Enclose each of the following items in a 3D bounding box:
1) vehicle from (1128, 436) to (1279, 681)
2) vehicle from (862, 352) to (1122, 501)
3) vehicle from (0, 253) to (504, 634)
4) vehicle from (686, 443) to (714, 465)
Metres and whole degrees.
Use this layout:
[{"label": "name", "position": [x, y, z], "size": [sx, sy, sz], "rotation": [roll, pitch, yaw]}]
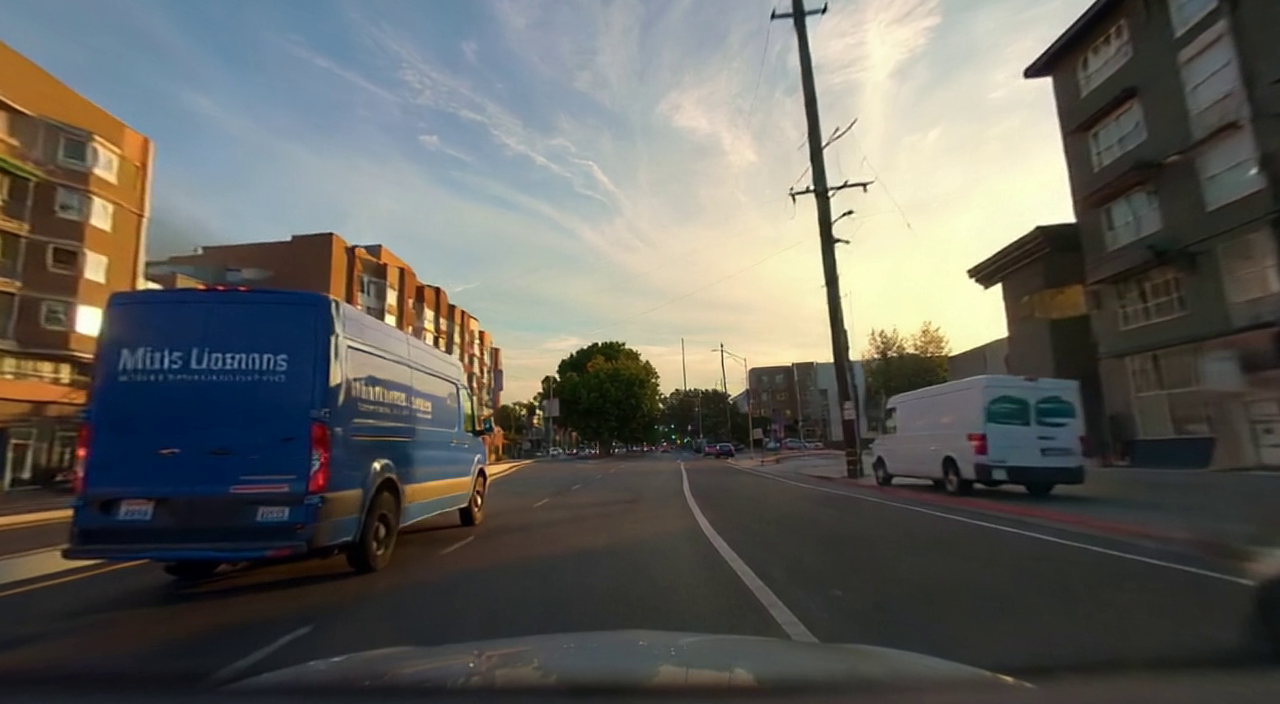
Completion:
[{"label": "vehicle", "position": [4.856, 1.011, 2.323], "size": [2.127, 1.439, 5.034], "rotation": [0, -8, 0]}, {"label": "vehicle", "position": [8.962, 2.156, 17.570], "size": [2.882, 3.208, 7.609], "rotation": [-1, -8, 1]}, {"label": "vehicle", "position": [-4.100, 1.208, 8.743], "size": [2.763, 2.974, 7.562], "rotation": [0, -8, 0]}, {"label": "vehicle", "position": [4.519, 7.737, 48.117], "size": [1.878, 1.534, 4.120], "rotation": [-1, -8, 1]}]
